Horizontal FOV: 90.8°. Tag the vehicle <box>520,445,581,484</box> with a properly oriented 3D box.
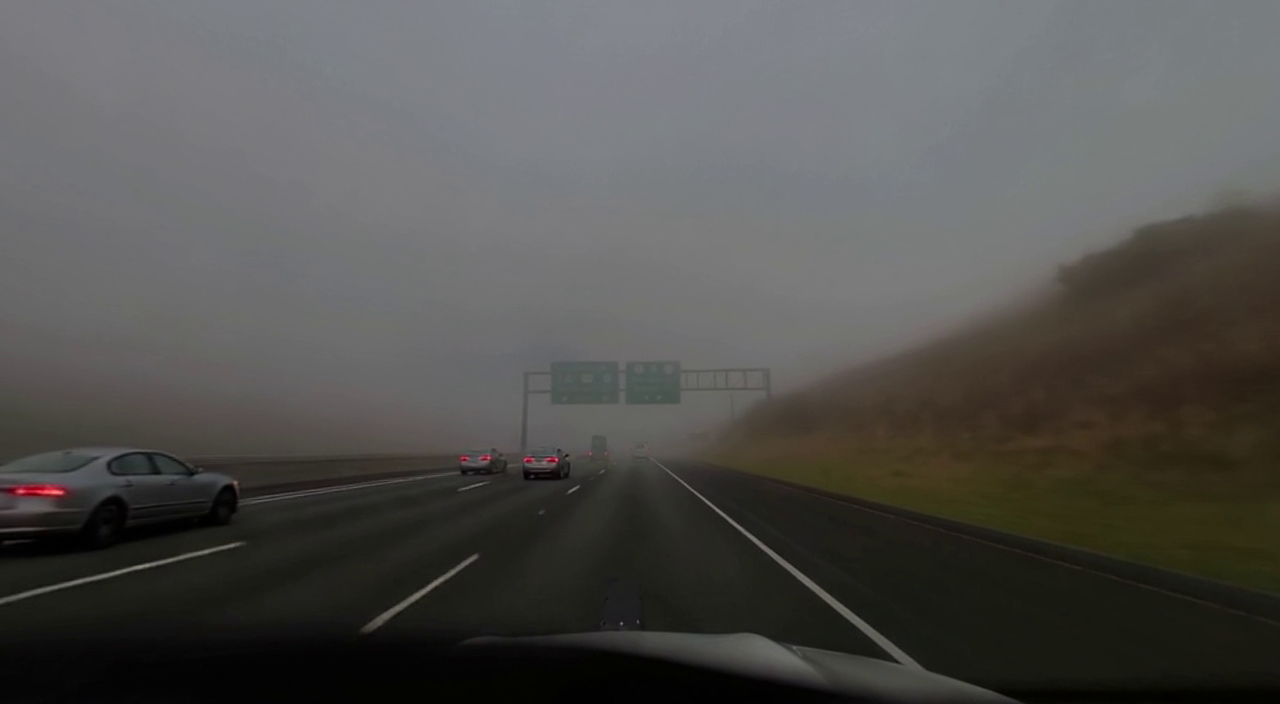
[{"bbox_3d":[-3.538,4.528,25.546,1.924,1.436,3.915,0,-9,0],"label":"vehicle"}]

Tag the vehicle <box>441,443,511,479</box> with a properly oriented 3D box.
[{"bbox_3d":[-7.506,5.047,29.401,2.091,1.558,4.220,0,-9,1],"label":"vehicle"}]

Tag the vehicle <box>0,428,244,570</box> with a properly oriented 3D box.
[{"bbox_3d":[-7.855,1.838,8.448,2.009,1.500,4.741,0,-9,0],"label":"vehicle"}]
